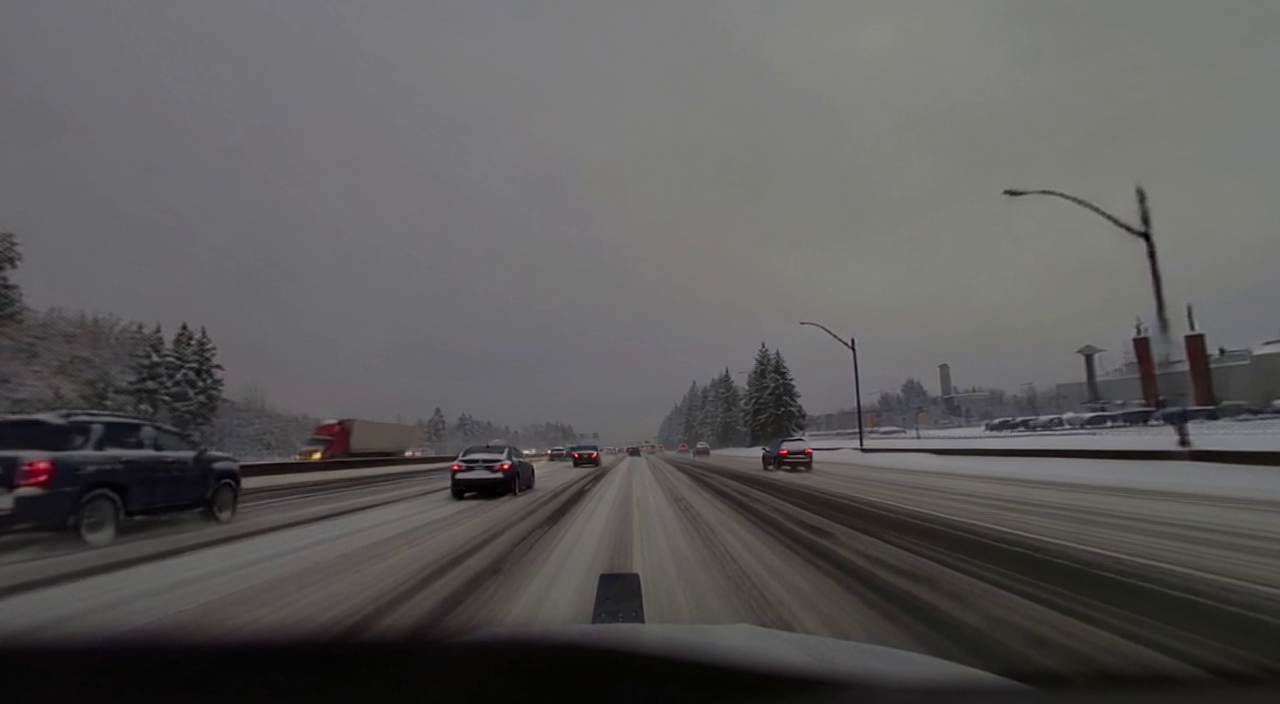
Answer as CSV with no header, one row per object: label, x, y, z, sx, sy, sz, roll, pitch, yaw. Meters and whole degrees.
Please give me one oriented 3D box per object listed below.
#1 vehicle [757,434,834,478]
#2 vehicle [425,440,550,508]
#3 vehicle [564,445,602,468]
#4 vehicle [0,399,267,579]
vehicle,6.839,4.638,28.330,2.147,1.769,4.666,0,-9,-2
vehicle,-3.691,3.052,16.283,2.047,1.469,4.614,0,-9,0
vehicle,-3.701,6.864,41.647,2.078,1.464,4.093,0,-9,0
vehicle,-7.584,1.677,8.281,2.310,1.787,4.955,0,-9,0
